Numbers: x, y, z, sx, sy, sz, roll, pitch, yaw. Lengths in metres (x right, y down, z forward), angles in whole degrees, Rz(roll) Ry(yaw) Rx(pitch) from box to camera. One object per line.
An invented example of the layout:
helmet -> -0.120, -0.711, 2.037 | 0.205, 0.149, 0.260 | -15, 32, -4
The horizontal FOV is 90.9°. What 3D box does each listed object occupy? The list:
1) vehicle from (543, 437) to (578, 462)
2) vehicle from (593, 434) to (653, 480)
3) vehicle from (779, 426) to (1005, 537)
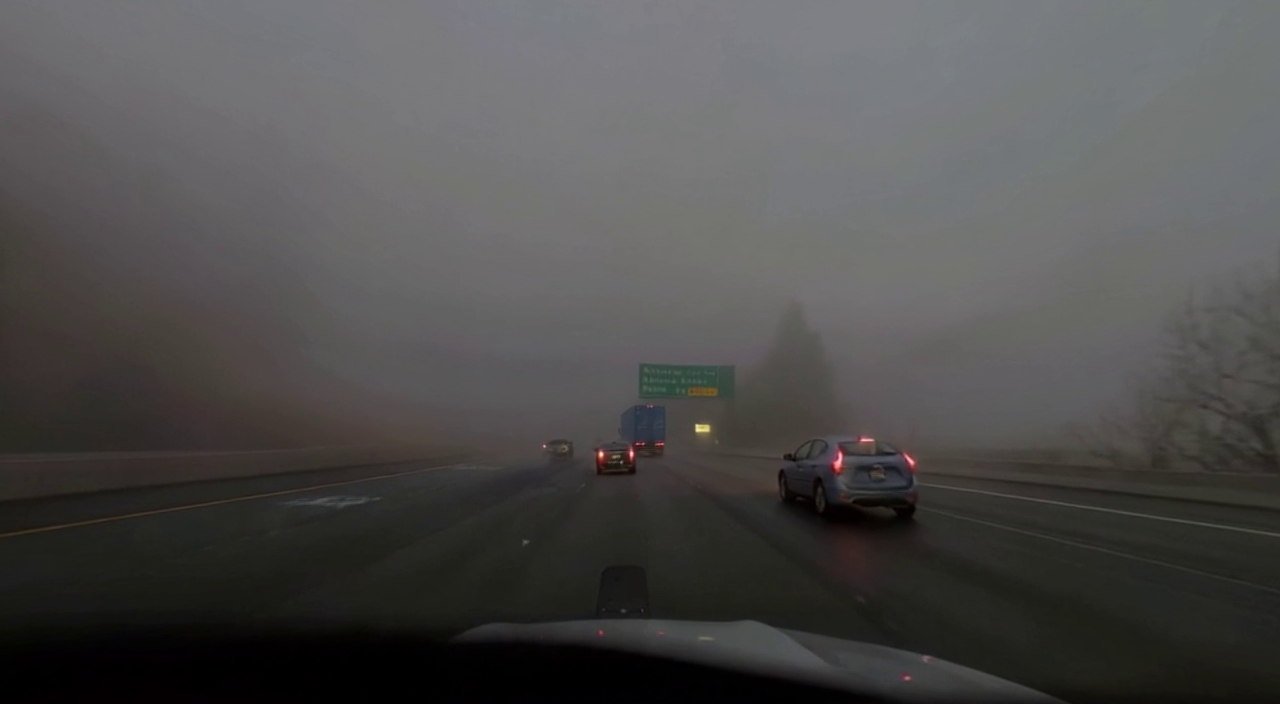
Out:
vehicle -> -5.215, 6.485, 41.962 | 2.072, 1.512, 4.043 | 0, -8, -4
vehicle -> -0.635, 3.850, 23.295 | 2.020, 1.516, 3.951 | 0, -9, -2
vehicle -> 3.902, 2.080, 10.761 | 1.971, 1.472, 4.301 | 0, -8, -1
